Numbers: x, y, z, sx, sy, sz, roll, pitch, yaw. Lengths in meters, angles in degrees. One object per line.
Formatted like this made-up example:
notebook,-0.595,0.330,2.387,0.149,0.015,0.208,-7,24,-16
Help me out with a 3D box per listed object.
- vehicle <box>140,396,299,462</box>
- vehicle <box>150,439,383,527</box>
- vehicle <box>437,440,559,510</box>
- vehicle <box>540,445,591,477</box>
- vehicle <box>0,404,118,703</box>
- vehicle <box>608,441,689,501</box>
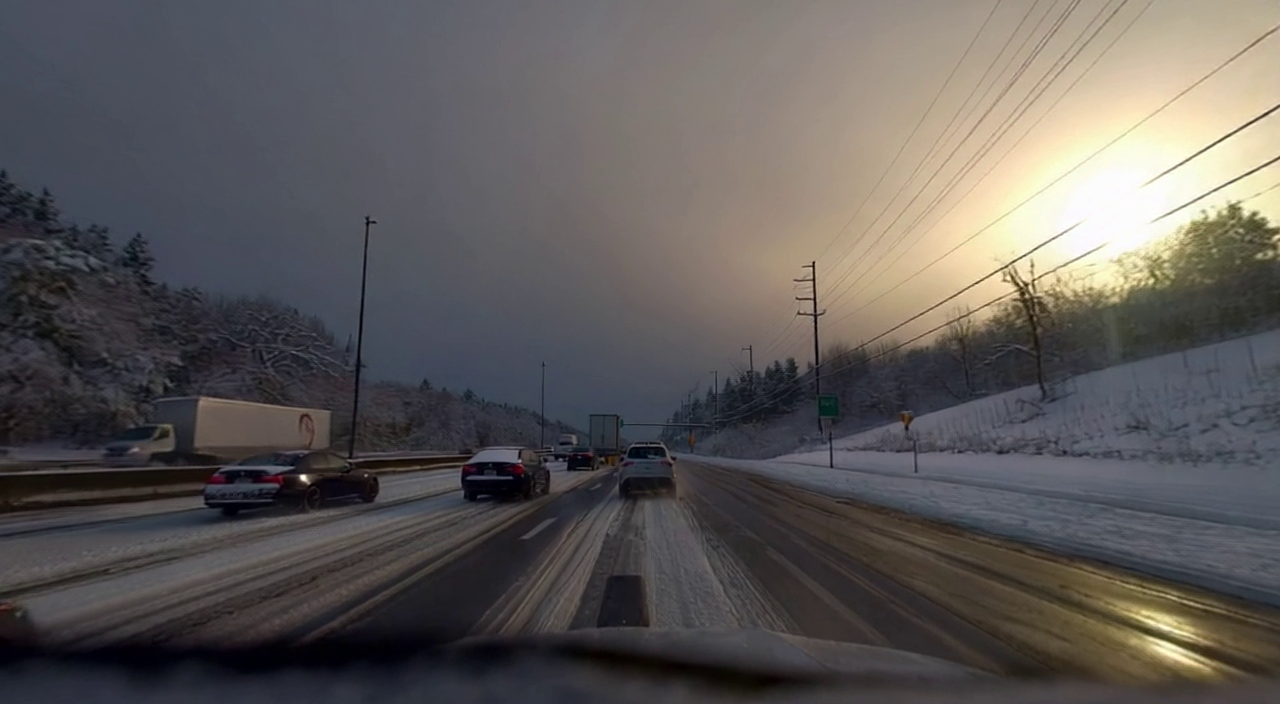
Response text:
vehicle,-27.860,5.377,42.864,3.150,3.842,11.127,0,-9,0
vehicle,-7.145,2.519,12.783,1.867,1.445,4.499,0,-9,2
vehicle,-3.252,2.905,15.358,1.912,1.464,4.115,0,-9,1
vehicle,-3.516,5.222,30.442,2.013,1.437,3.801,0,-9,0
vehicle,-3.712,0.735,1.063,1.883,1.500,4.373,0,-9,0
vehicle,0.156,3.327,18.096,2.018,1.470,4.491,0,-9,-2
